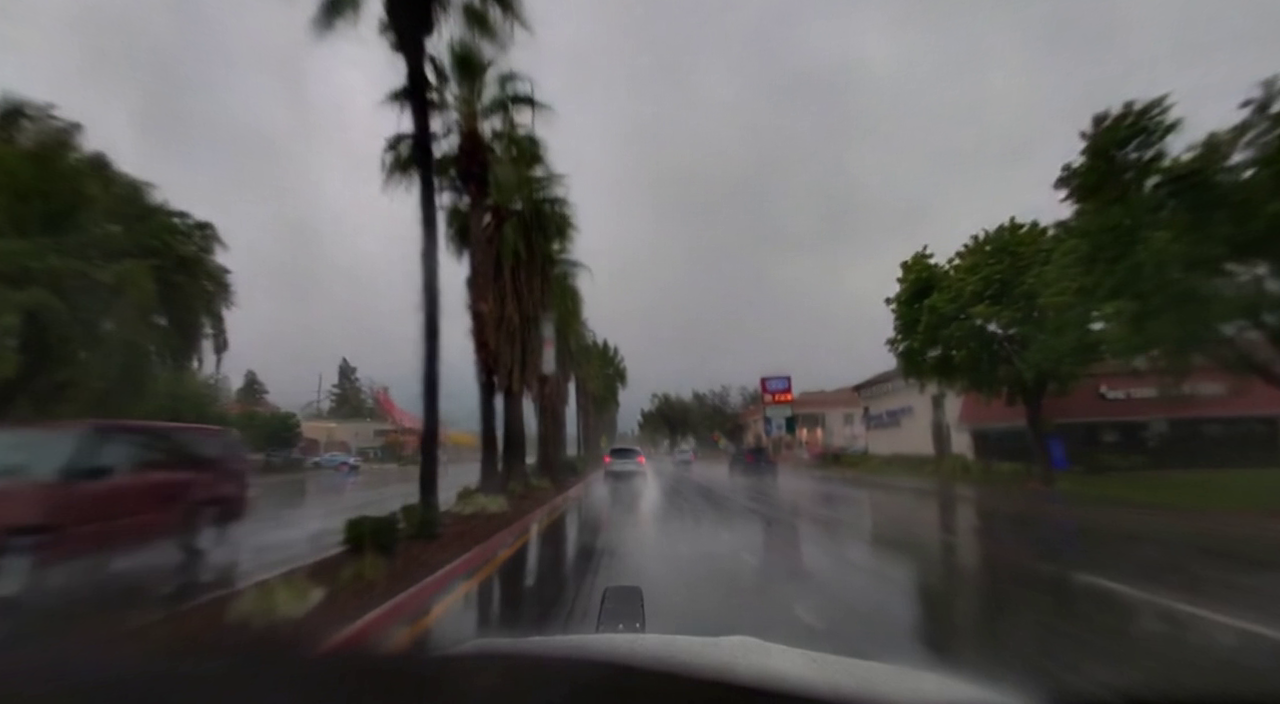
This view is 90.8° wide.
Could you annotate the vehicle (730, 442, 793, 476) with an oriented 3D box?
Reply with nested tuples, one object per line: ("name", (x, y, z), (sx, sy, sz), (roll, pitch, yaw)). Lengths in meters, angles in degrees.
("vehicle", (6.150, 5.470, 32.580), (2.244, 1.618, 4.585), (0, -9, -2))

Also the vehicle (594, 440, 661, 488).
("vehicle", (-0.395, 3.865, 21.999), (2.106, 1.496, 3.964), (0, -9, 0))

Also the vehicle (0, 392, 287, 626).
("vehicle", (-5.889, 1.440, 6.469), (2.156, 1.702, 4.379), (0, -9, -3))
